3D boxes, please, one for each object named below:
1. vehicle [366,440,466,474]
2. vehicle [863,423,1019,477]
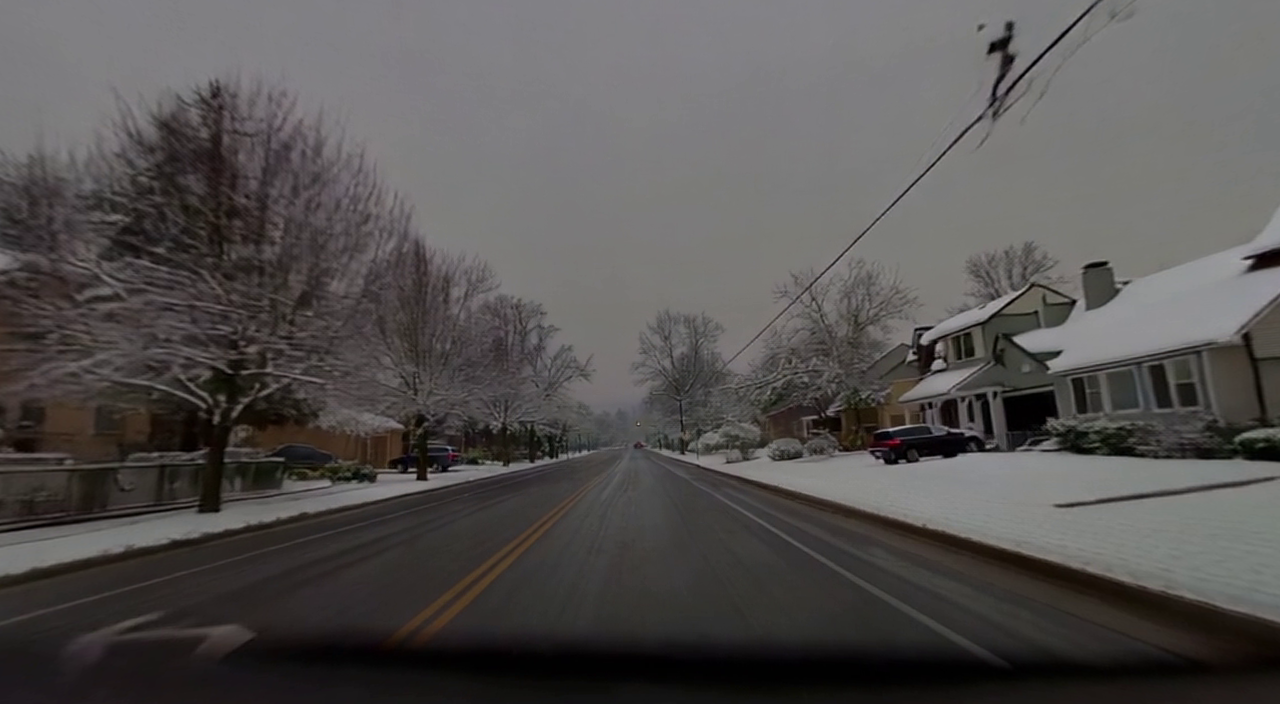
[{"bbox_3d":[-12.846,6.022,36.422,4.928,1.848,2.041,0,-8,0],"label":"vehicle"},{"bbox_3d":[10.403,3.414,22.141,4.449,1.765,1.917,0,-8,3],"label":"vehicle"}]
